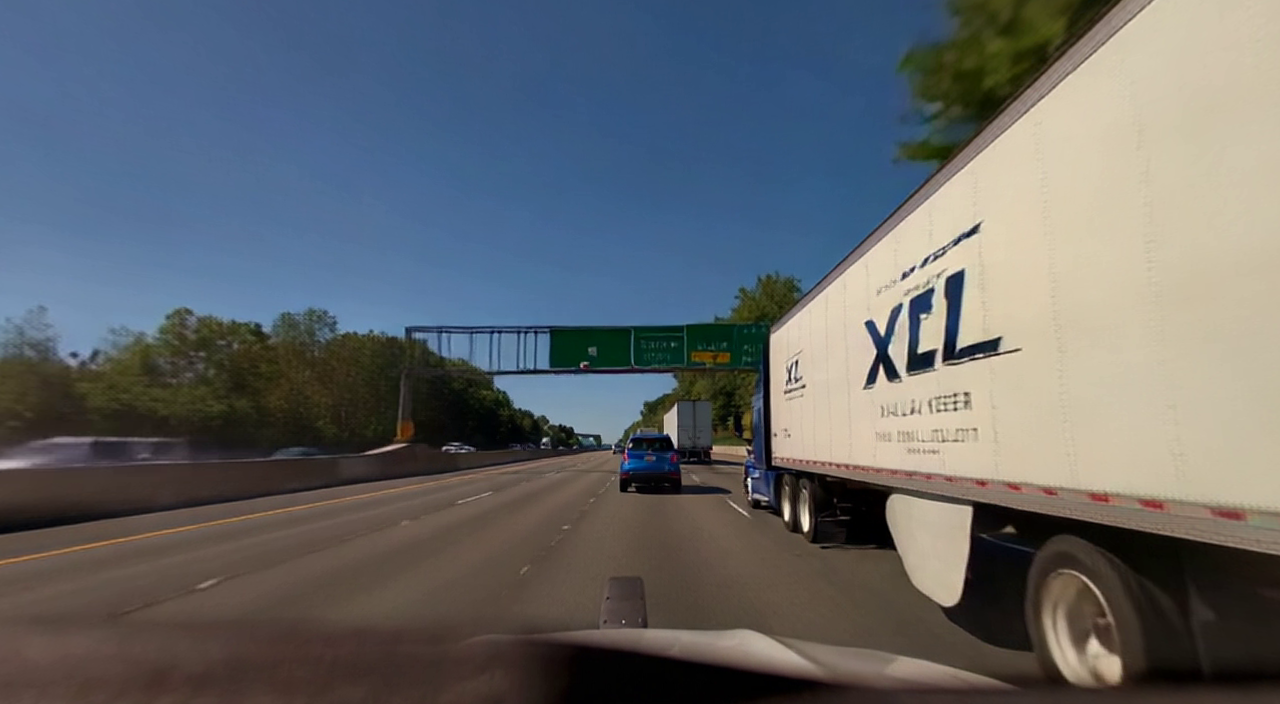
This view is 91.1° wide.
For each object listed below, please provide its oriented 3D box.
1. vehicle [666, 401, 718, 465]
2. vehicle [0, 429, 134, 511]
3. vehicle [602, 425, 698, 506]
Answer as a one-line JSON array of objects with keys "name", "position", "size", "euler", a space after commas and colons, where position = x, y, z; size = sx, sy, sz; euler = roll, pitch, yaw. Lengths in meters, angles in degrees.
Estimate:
[{"name": "vehicle", "position": [3.692, 6.405, 48.606], "size": [2.909, 4.135, 15.820], "euler": [0, -8, 1]}, {"name": "vehicle", "position": [-15.259, 2.744, 14.756], "size": [2.097, 1.813, 5.472], "euler": [0, -8, 1]}, {"name": "vehicle", "position": [0.247, 2.745, 15.606], "size": [2.054, 1.706, 4.201], "euler": [0, -8, 1]}]
